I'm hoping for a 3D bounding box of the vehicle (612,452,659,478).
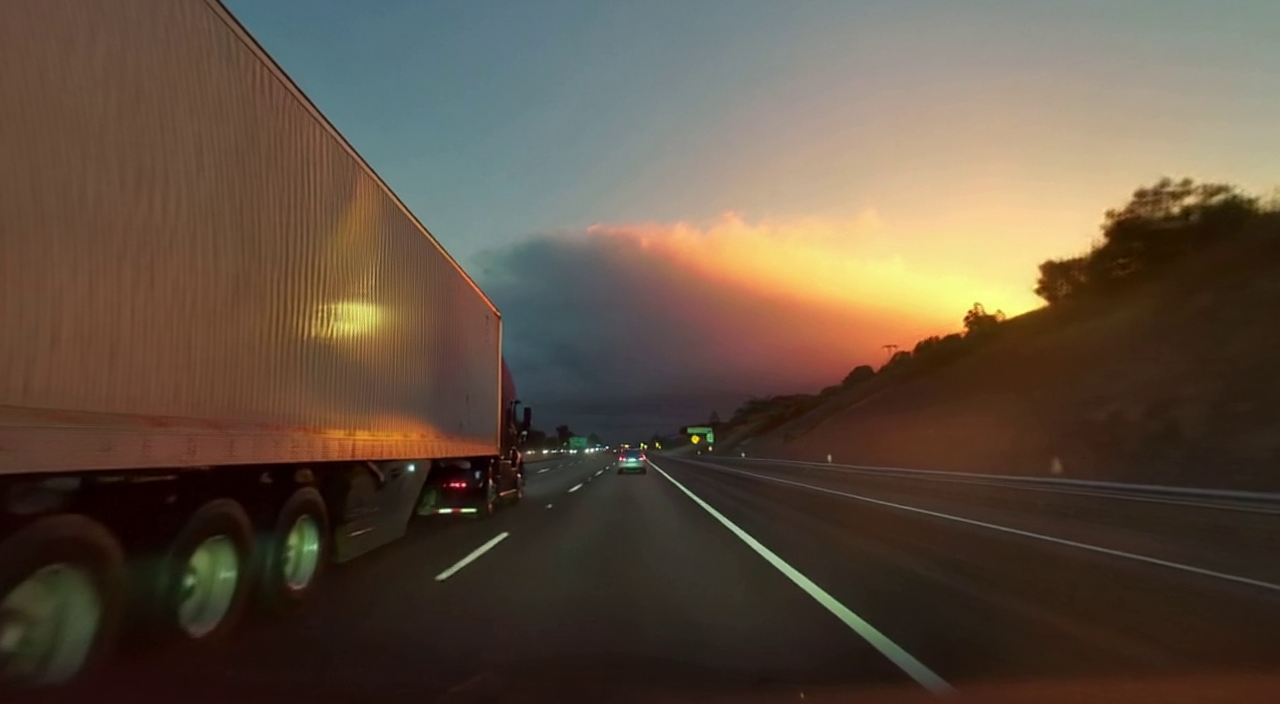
[{"bbox_3d":[-0.259,6.260,35.082,2.398,1.336,5.698,0,-9,-1],"label":"vehicle"}]

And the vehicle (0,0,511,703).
[{"bbox_3d":[-3.977,0.200,5.189,2.914,4.039,14.493,0,-9,-1],"label":"vehicle"}]
